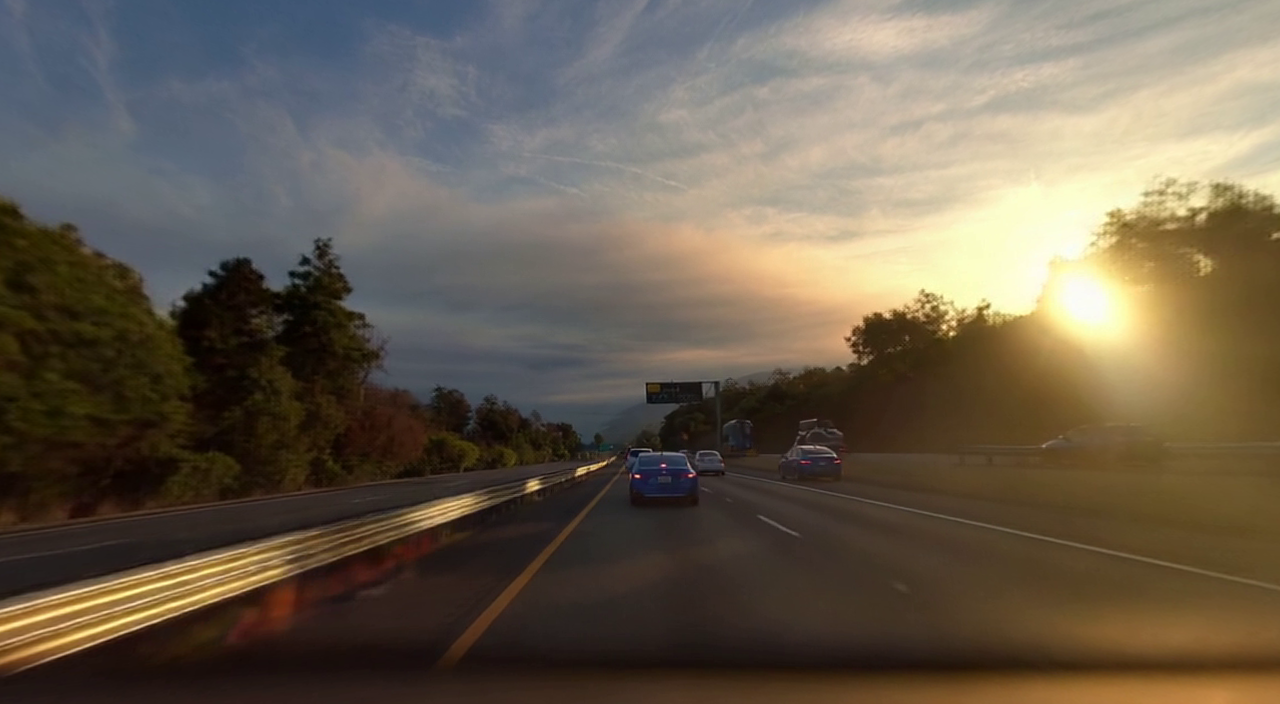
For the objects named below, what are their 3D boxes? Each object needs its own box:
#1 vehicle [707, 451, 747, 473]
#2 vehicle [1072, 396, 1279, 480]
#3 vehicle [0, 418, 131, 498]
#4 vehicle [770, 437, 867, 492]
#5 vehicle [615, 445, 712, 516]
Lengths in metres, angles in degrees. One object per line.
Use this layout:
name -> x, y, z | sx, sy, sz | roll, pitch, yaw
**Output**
vehicle -> 6.025, 7.633, 43.962 | 2.015, 1.454, 4.324 | 0, -9, -2
vehicle -> 31.741, 5.006, 35.917 | 2.822, 3.996, 14.073 | 1, -9, -7
vehicle -> -33.327, 5.931, 35.344 | 2.902, 3.981, 7.819 | -3, -8, 0
vehicle -> 6.508, 4.149, 23.577 | 2.177, 1.827, 4.565 | 0, -9, -1
vehicle -> 0.484, 3.060, 15.425 | 2.076, 1.485, 3.774 | 0, -9, 0
